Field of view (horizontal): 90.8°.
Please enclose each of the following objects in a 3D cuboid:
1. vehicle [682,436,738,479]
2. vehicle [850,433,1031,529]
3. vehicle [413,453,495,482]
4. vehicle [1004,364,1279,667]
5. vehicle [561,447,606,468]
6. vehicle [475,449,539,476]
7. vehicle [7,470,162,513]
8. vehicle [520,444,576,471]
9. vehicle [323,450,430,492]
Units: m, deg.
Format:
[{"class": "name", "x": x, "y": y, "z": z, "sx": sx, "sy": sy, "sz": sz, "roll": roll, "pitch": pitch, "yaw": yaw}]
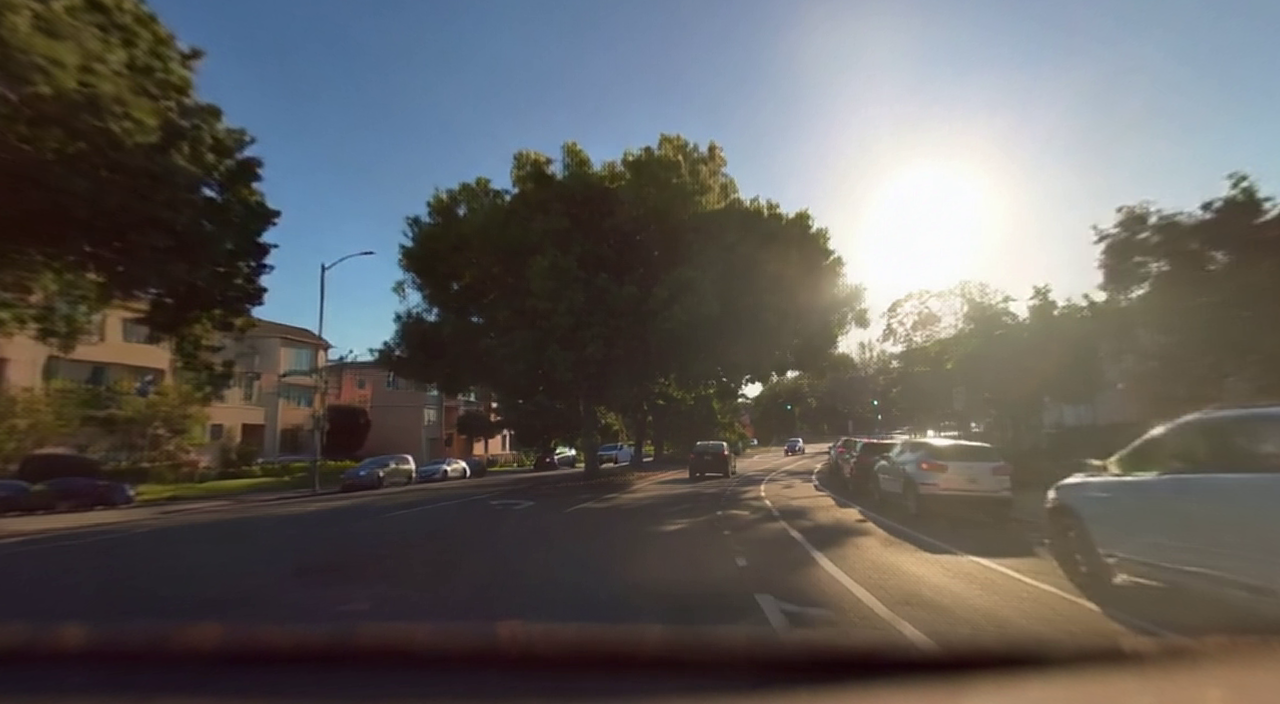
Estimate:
[{"class": "vehicle", "x": 3.104, "y": 4.512, "z": 27.358, "sx": 1.852, "sy": 1.680, "sz": 4.488, "roll": -2, "pitch": -9, "yaw": 13}, {"class": "vehicle", "x": 5.522, "y": 2.380, "z": 12.353, "sx": 1.741, "sy": 1.494, "sz": 4.587, "roll": -1, "pitch": -8, "yaw": 7}, {"class": "vehicle", "x": -9.453, "y": 5.891, "z": 32.551, "sx": 1.893, "sy": 1.310, "sz": 4.719, "roll": -2, "pitch": -9, "yaw": 13}, {"class": "vehicle", "x": 4.914, "y": 1.068, "z": 4.383, "sx": 2.128, "sy": 1.795, "sz": 4.622, "roll": 0, "pitch": -8, "yaw": 2}, {"class": "vehicle", "x": -4.295, "y": 8.117, "z": 48.781, "sx": 1.809, "sy": 1.469, "sz": 4.485, "roll": -3, "pitch": -9, "yaw": 19}, {"class": "vehicle", "x": -7.960, "y": 6.648, "z": 38.291, "sx": 1.880, "sy": 1.450, "sz": 4.627, "roll": -2, "pitch": -9, "yaw": 15}, {"class": "vehicle", "x": -20.140, "y": 5.044, "z": 23.015, "sx": 4.195, "sy": 1.400, "sz": 1.726, "roll": -1, "pitch": -8, "yaw": 6}, {"class": "vehicle", "x": -6.226, "y": 7.185, "z": 43.299, "sx": 1.977, "sy": 1.761, "sz": 4.990, "roll": -2, "pitch": -9, "yaw": 15}, {"class": "vehicle", "x": -10.719, "y": 4.836, "z": 26.102, "sx": 1.918, "sy": 1.508, "sz": 4.353, "roll": -1, "pitch": -8, "yaw": 10}]
